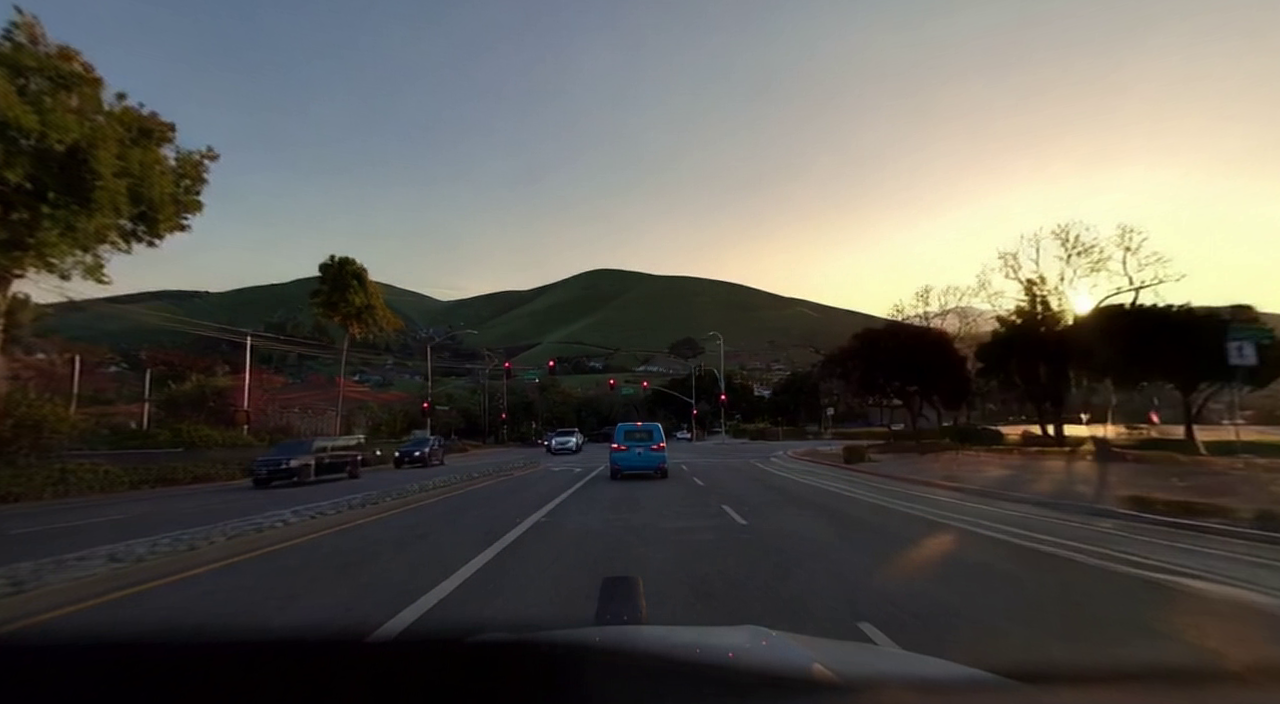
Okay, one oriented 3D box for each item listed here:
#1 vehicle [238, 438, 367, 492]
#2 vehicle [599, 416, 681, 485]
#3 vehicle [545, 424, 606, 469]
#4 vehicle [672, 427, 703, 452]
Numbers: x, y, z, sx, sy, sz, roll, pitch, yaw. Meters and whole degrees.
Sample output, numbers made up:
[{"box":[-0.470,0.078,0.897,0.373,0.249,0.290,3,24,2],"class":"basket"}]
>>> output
[{"box":[-10.380,3.484,19.841,1.991,1.469,4.596,1,-8,-7],"class":"vehicle"},{"box":[0.047,2.950,19.036,2.185,1.822,4.391,0,-8,1],"class":"vehicle"},{"box":[-2.747,4.168,27.811,2.131,1.783,4.540,0,-8,1],"class":"vehicle"},{"box":[3.313,6.215,44.565,1.817,1.662,3.843,0,-8,-1],"class":"vehicle"}]
